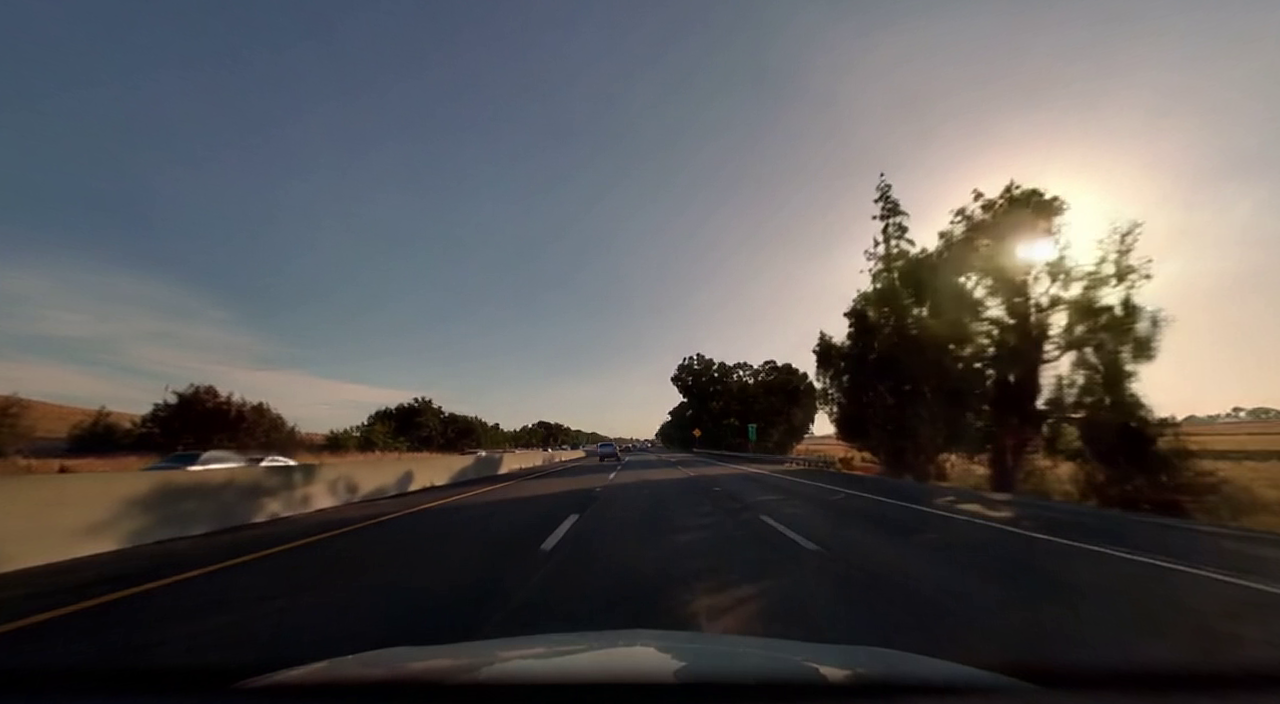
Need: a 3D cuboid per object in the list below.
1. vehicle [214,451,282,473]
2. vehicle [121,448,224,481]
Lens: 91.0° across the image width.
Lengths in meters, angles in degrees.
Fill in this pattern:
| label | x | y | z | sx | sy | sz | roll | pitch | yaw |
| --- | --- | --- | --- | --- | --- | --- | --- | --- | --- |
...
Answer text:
| label | x | y | z | sx | sy | sz | roll | pitch | yaw |
| --- | --- | --- | --- | --- | --- | --- | --- | --- | --- |
| vehicle | -29.057 | 8.169 | 46.880 | 1.834 | 1.510 | 4.854 | 0 | -9 | 1 |
| vehicle | -24.732 | 5.929 | 33.542 | 1.924 | 1.602 | 4.570 | 0 | -9 | 0 |
